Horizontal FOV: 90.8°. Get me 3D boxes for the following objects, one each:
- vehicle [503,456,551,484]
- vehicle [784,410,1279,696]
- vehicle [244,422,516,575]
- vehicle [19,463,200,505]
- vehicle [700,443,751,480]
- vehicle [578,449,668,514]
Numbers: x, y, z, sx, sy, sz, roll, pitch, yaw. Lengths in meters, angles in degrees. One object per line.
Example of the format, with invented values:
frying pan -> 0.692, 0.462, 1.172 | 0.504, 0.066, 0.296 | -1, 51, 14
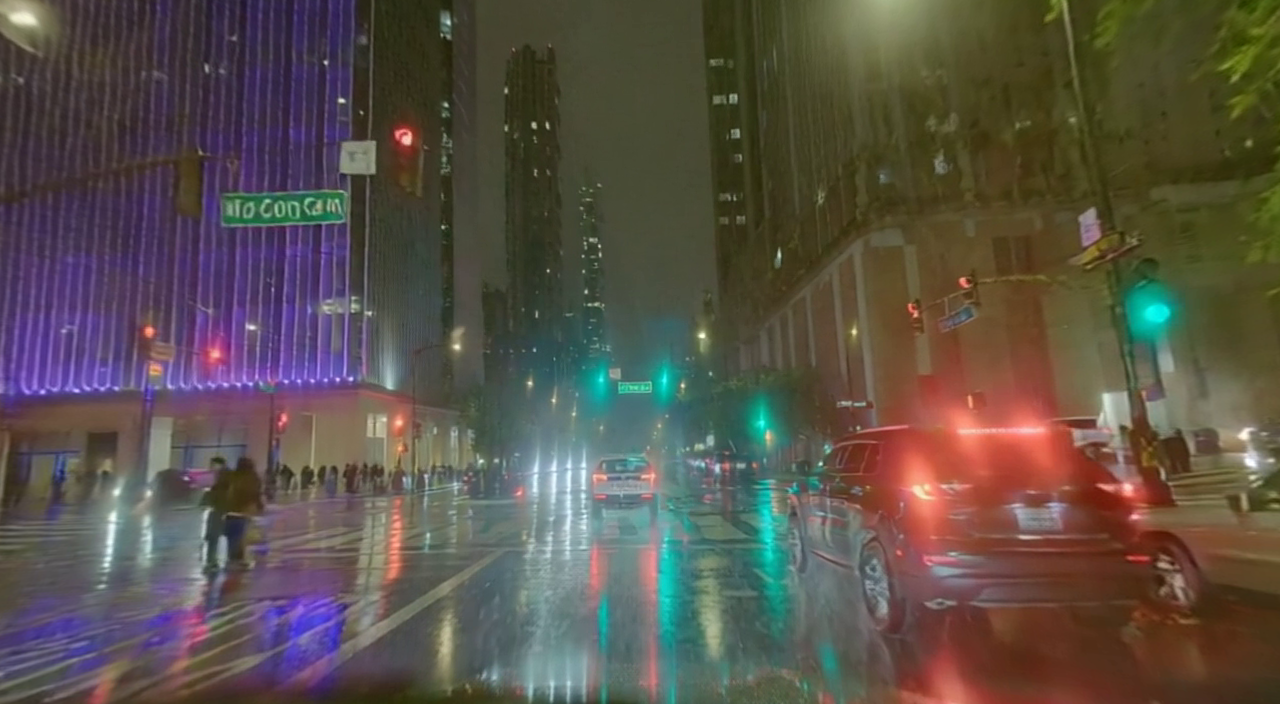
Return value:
vehicle -> -6.669, 7.015, 37.875 | 2.052, 1.471, 4.225 | 0, -8, 1
vehicle -> 3.042, 1.581, 6.322 | 2.072, 1.735, 4.759 | 0, -8, 0
vehicle -> -3.678, 2.171, 10.376 | 2.190, 1.840, 5.272 | 0, -8, 0
vehicle -> -20.331, 5.072, 24.393 | 5.153, 1.449, 1.966 | 0, -8, 0
vehicle -> 5.670, 7.351, 42.689 | 2.420, 2.300, 5.313 | 0, -8, -2
vehicle -> -0.390, 3.335, 16.829 | 2.092, 1.454, 4.132 | 0, -8, 0
